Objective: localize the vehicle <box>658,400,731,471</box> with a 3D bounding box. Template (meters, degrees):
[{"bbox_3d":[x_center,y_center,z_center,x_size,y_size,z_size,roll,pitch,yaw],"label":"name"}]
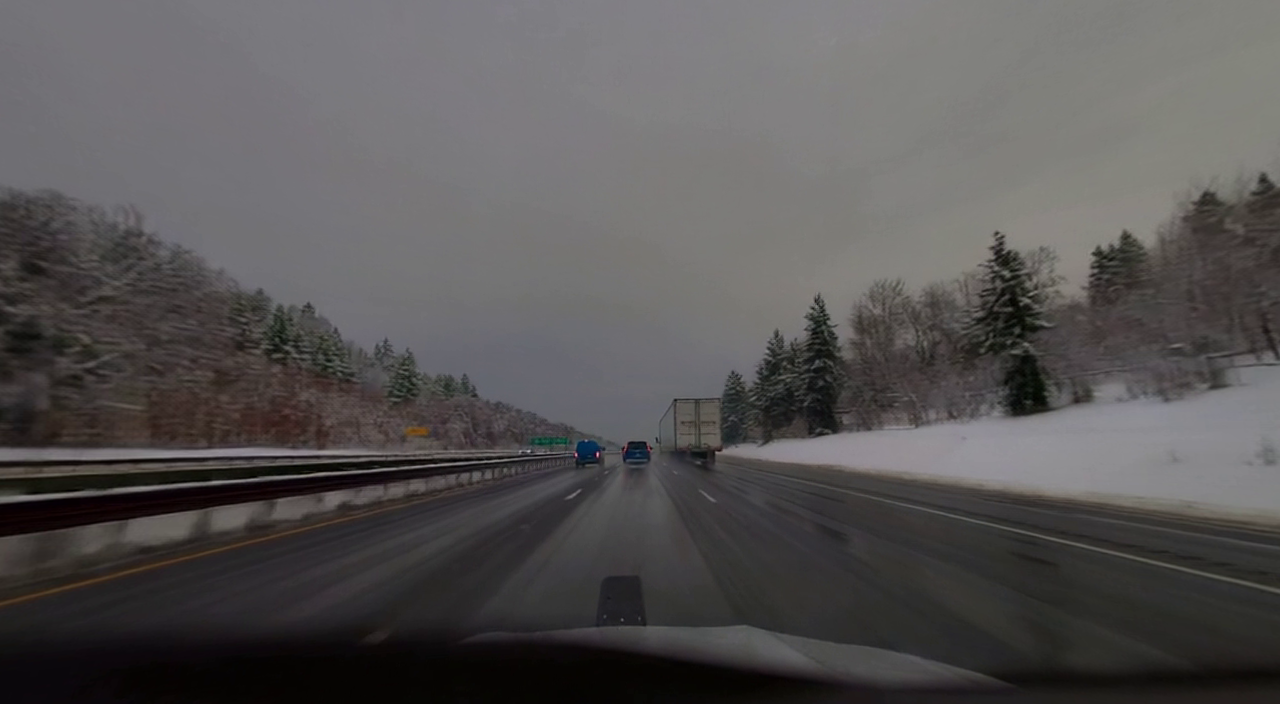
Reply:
[{"bbox_3d":[3.345,6.109,44.597,3.468,4.030,16.902,0,-9,-1],"label":"vehicle"}]

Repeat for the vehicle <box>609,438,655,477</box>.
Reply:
[{"bbox_3d":[-0.379,5.352,32.135,2.209,1.825,4.036,0,-9,0],"label":"vehicle"}]

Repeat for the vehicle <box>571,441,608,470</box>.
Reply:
[{"bbox_3d":[-3.544,7.428,45.391,2.167,1.991,5.062,-1,-9,1],"label":"vehicle"}]
